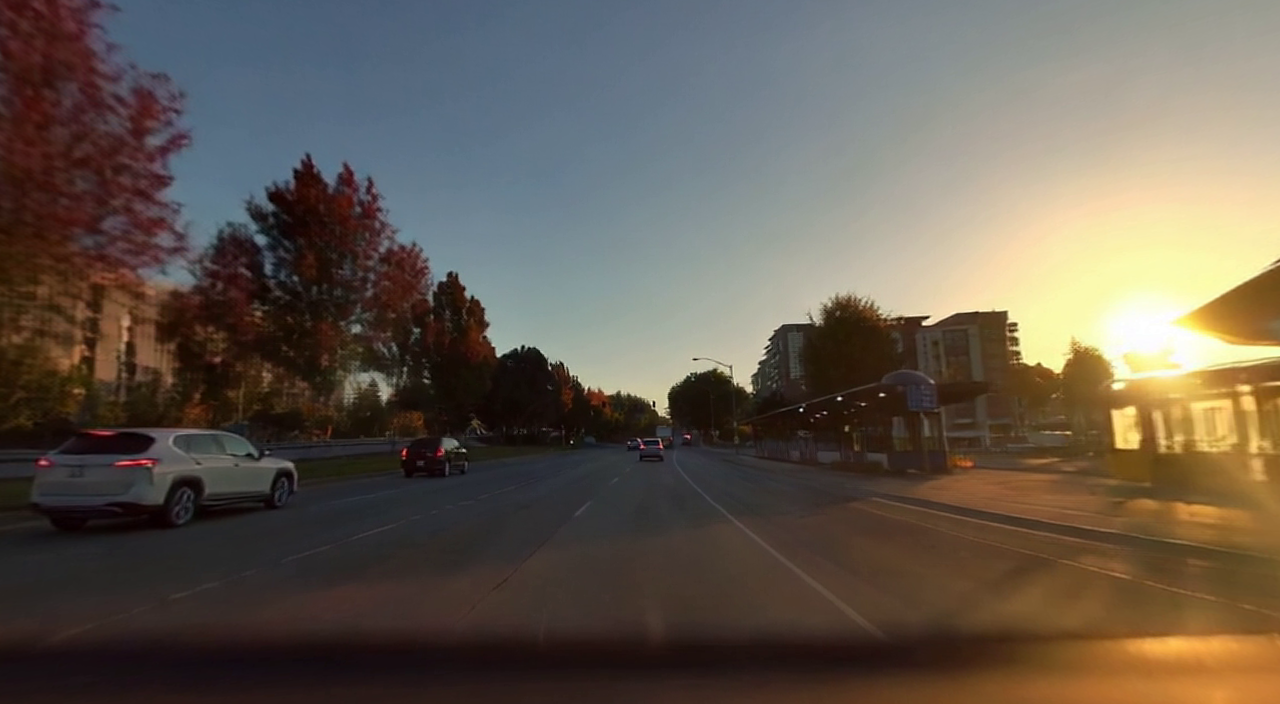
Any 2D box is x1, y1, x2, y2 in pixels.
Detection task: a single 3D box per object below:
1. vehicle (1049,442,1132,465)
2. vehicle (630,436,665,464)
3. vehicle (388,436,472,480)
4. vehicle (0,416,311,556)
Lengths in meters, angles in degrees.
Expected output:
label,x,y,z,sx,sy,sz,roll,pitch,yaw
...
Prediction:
label,x,y,z,sx,sy,sz,roll,pitch,yaw
vehicle,31.779,7.146,44.684,1.966,1.494,4.685,1,-8,-8
vehicle,0.560,6.895,44.495,2.345,1.803,4.261,0,-8,2
vehicle,-9.223,4.674,28.191,2.097,1.782,4.682,0,-8,1
vehicle,-7.742,2.022,10.261,2.181,1.728,4.515,0,-8,2
